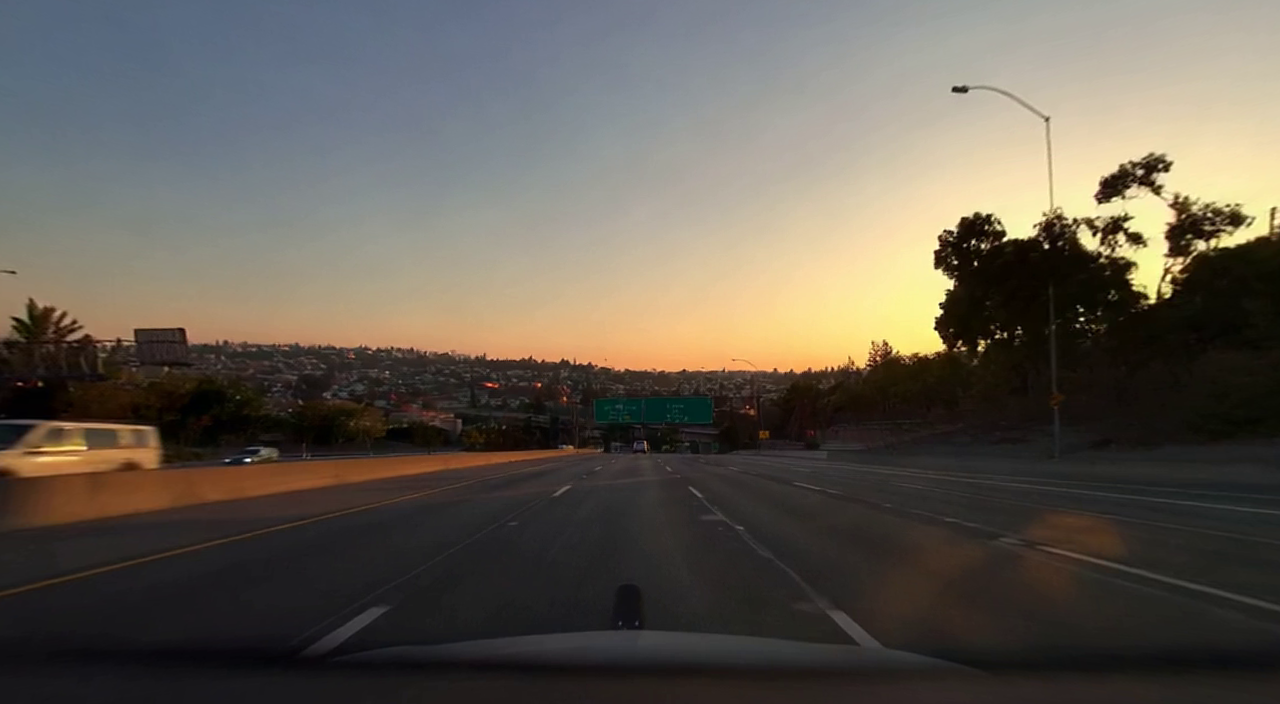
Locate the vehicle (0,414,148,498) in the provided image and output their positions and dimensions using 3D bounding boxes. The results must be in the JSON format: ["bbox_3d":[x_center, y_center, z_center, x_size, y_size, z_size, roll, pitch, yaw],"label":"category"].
[{"bbox_3d":[-15.059,2.494,15.248,2.031,1.831,5.342,0,-8,0],"label":"vehicle"}]

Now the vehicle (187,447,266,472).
[{"bbox_3d":[-31.953,8.291,49.060,2.240,1.819,5.724,0,-8,1],"label":"vehicle"}]
